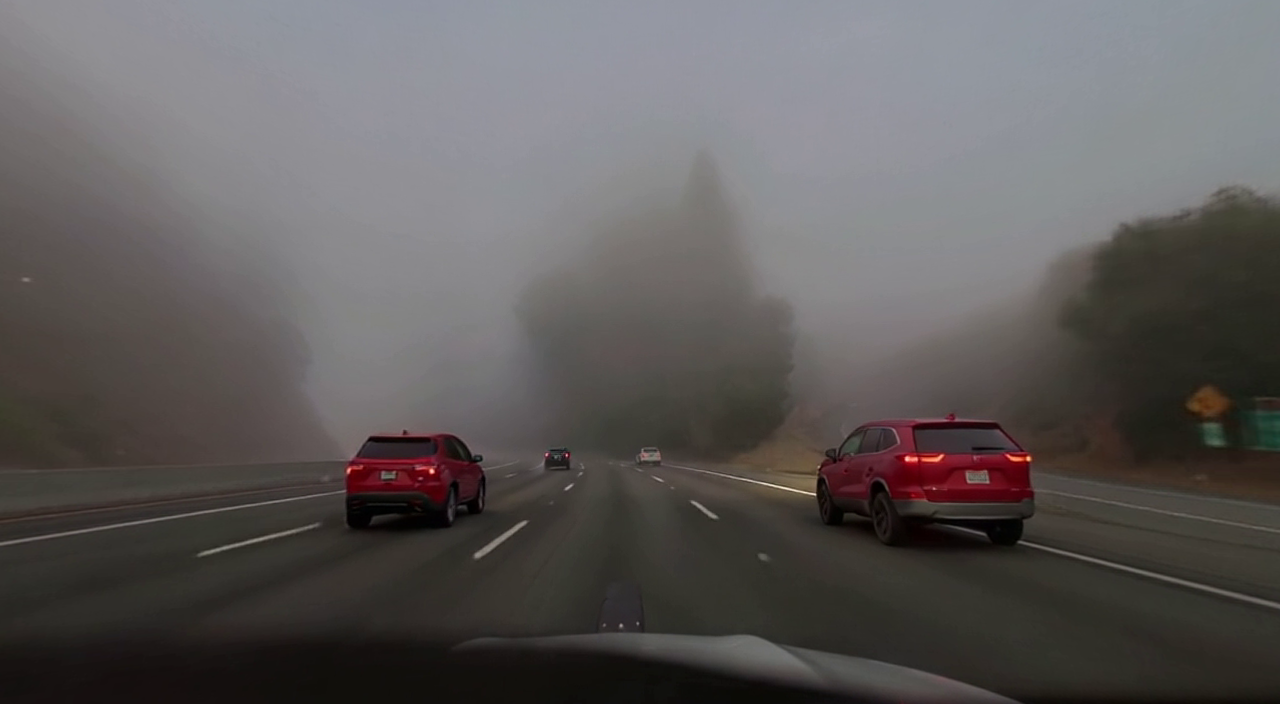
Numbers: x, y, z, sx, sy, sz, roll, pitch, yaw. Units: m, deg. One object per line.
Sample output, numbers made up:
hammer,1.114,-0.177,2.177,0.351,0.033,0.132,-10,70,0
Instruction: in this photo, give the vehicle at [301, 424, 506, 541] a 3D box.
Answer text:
vehicle,-4.116,2.351,12.058,2.213,1.766,4.598,0,-9,-1

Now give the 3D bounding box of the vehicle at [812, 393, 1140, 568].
vehicle,4.376,1.779,9.445,2.103,1.903,4.837,0,-9,-2
